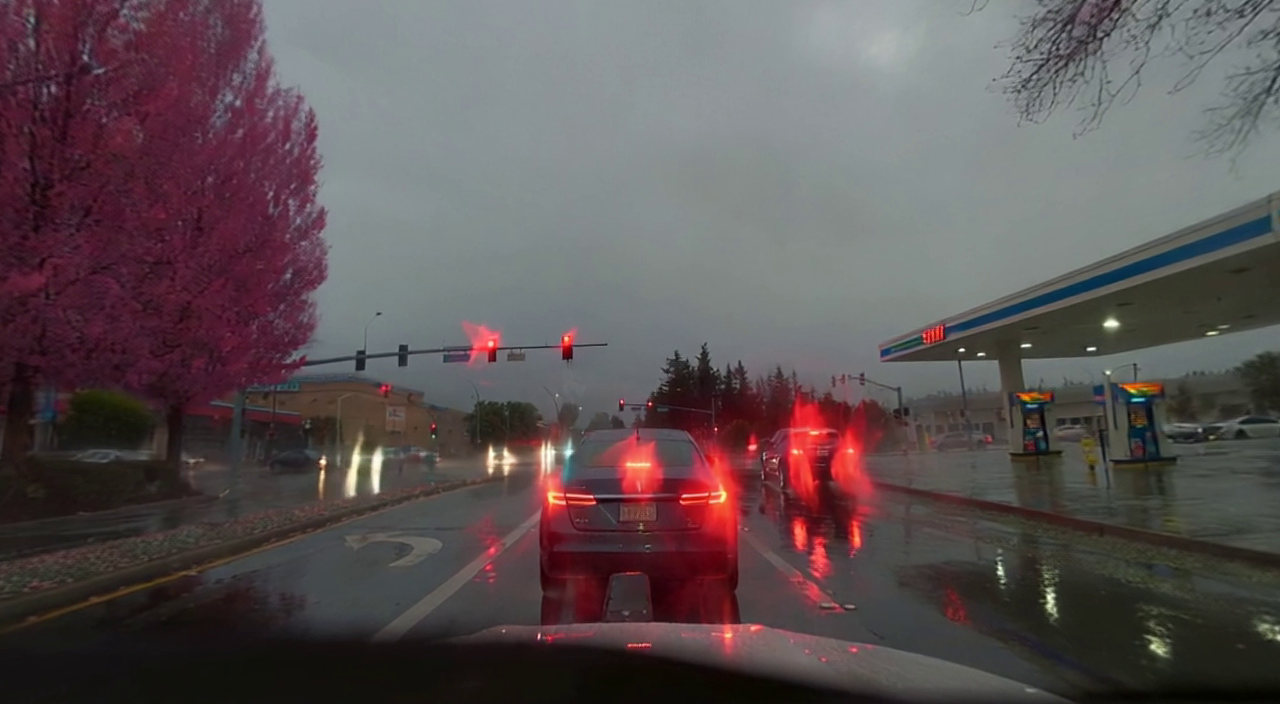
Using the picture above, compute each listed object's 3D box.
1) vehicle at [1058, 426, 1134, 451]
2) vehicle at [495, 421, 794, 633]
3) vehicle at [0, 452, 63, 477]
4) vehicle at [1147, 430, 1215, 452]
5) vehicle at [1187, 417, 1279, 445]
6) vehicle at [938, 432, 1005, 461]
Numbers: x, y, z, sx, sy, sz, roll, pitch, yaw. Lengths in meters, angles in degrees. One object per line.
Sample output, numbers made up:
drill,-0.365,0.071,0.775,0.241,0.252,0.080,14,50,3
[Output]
vehicle,34.595,6.595,47.904,4.294,1.557,1.744,-4,-8,1
vehicle,0.009,1.537,6.564,2.112,1.482,4.057,0,-8,-1
vehicle,-40.080,7.111,39.847,4.813,1.455,1.889,3,-9,-20
vehicle,40.937,6.721,47.715,3.573,1.432,1.604,-3,-8,1
vehicle,36.315,4.860,38.482,1.848,1.581,4.475,-1,-8,3
vehicle,18.385,5.239,34.859,2.053,1.495,4.091,-8,-12,44
